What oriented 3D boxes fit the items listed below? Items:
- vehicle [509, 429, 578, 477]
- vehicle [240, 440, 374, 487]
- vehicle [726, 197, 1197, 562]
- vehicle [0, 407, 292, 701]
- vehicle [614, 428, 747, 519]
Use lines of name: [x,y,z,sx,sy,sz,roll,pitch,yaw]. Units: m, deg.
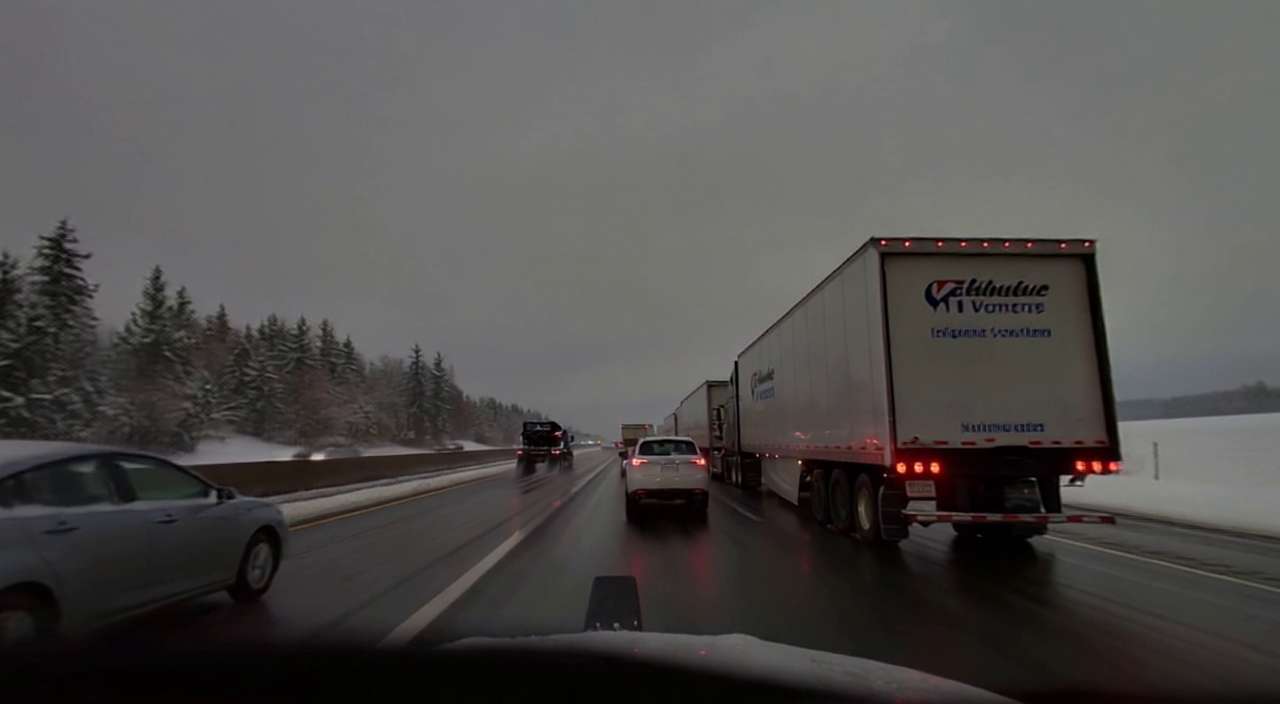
vehicle: [-3.704,3.940,24.990,2.006,1.729,4.447,0,-8,0]
vehicle: [-11.283,3.766,21.833,2.037,1.397,4.817,0,-8,0]
vehicle: [4.454,1.203,14.154,2.883,4.070,14.423,0,-8,-1]
vehicle: [-4.321,1.072,3.514,2.100,1.491,4.676,0,-8,0]
vehicle: [0.610,2.305,12.599,2.200,1.495,4.282,0,-8,-2]
